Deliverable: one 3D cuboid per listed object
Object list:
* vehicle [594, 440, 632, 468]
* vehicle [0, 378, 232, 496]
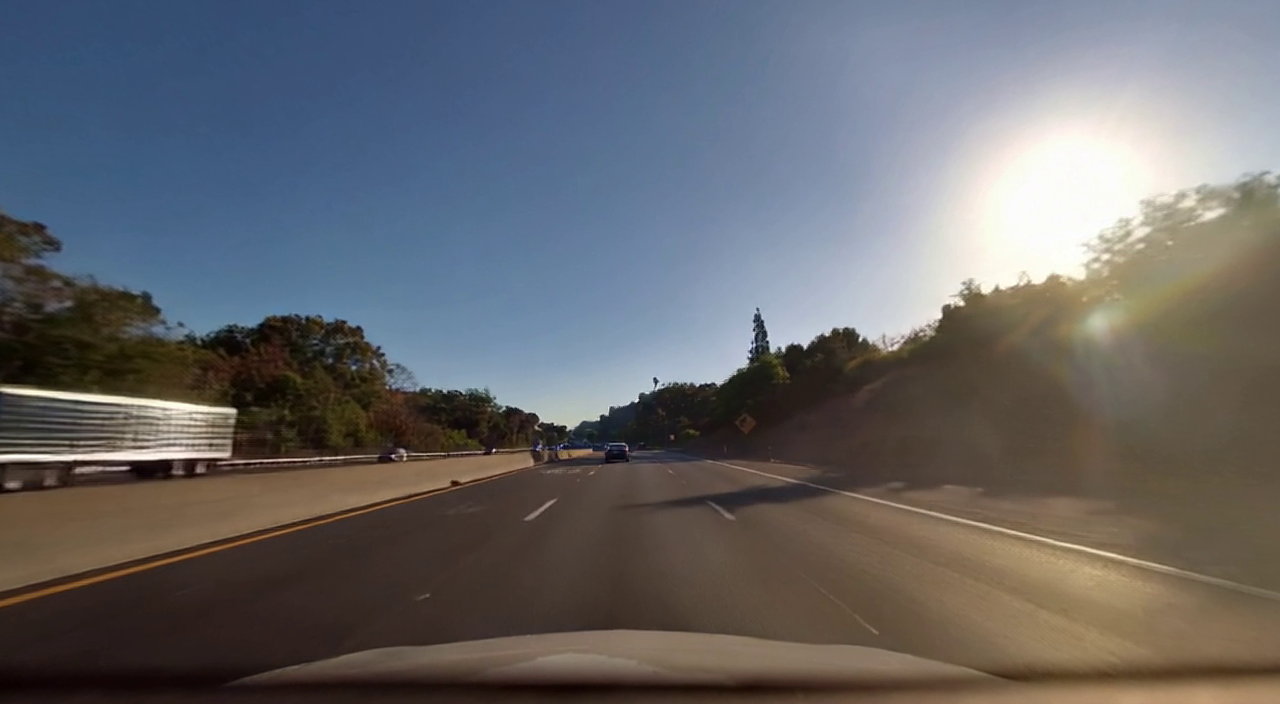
[{"bbox_3d":[-1.587,6.216,38.570,2.158,1.562,4.373,0,-8,0],"label":"vehicle"},{"bbox_3d":[-24.284,3.849,27.886,3.438,4.105,13.442,0,-8,0],"label":"vehicle"}]
